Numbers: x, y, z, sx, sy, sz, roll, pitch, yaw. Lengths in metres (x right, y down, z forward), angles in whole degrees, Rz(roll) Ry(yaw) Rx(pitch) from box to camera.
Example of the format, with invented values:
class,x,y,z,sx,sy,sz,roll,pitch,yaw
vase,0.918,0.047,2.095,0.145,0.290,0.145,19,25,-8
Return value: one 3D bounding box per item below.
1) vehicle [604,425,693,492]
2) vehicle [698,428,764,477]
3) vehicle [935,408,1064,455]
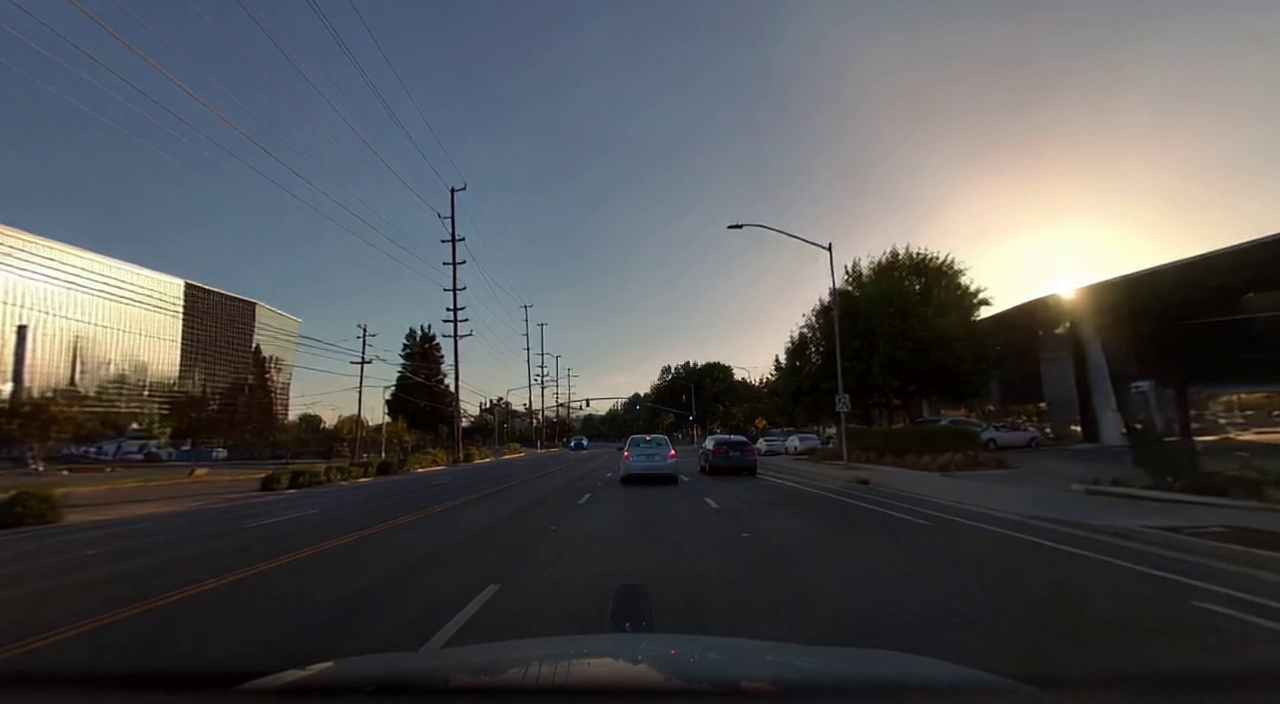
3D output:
class,x,y,z,sx,sy,sz,roll,pitch,yaw
vehicle,0.202,2.955,17.759,2.200,1.653,4.127,0,-8,0
vehicle,3.441,3.872,24.490,1.914,1.698,4.049,0,-8,-1
vehicle,15.827,3.552,27.892,4.366,1.701,1.965,-4,-9,-1
